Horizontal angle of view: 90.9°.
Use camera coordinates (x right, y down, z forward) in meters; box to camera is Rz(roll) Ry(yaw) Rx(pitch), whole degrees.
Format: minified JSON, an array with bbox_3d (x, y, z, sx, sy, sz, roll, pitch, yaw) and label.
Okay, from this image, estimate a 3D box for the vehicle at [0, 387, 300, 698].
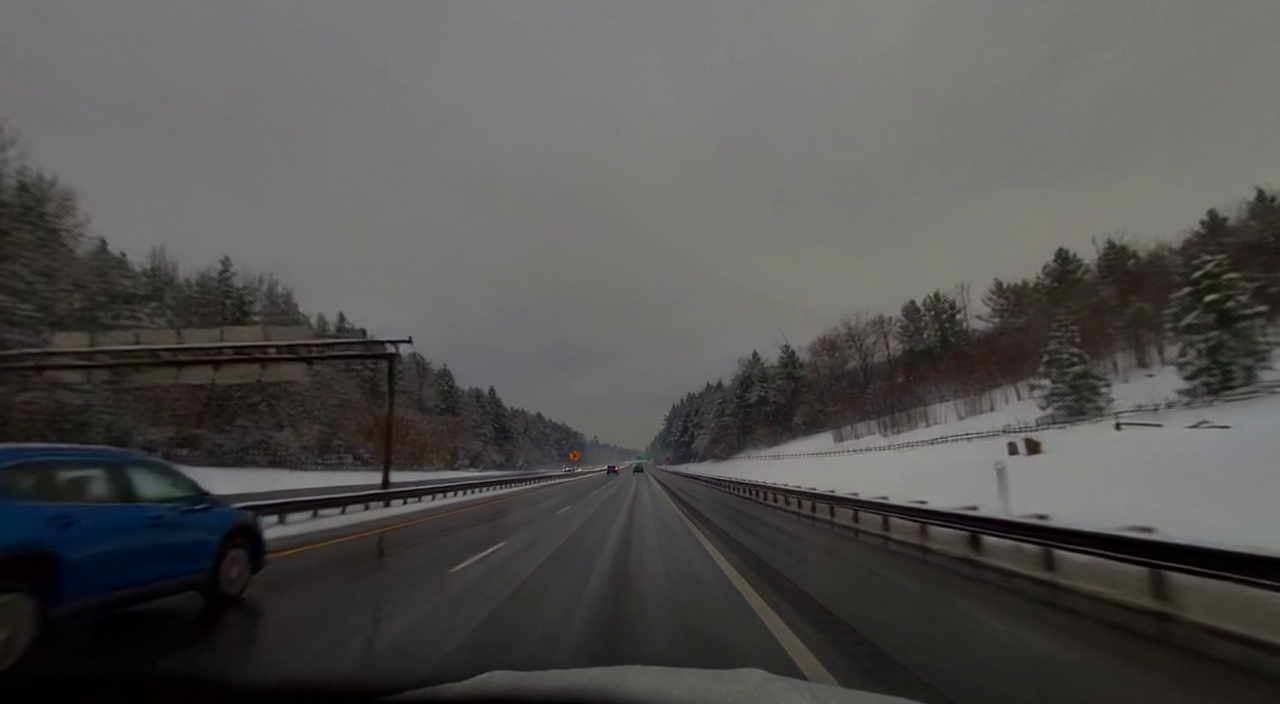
[{"bbox_3d":[-4.434,1.138,4.074,2.042,1.629,4.276,1,-10,0],"label":"vehicle"}]
